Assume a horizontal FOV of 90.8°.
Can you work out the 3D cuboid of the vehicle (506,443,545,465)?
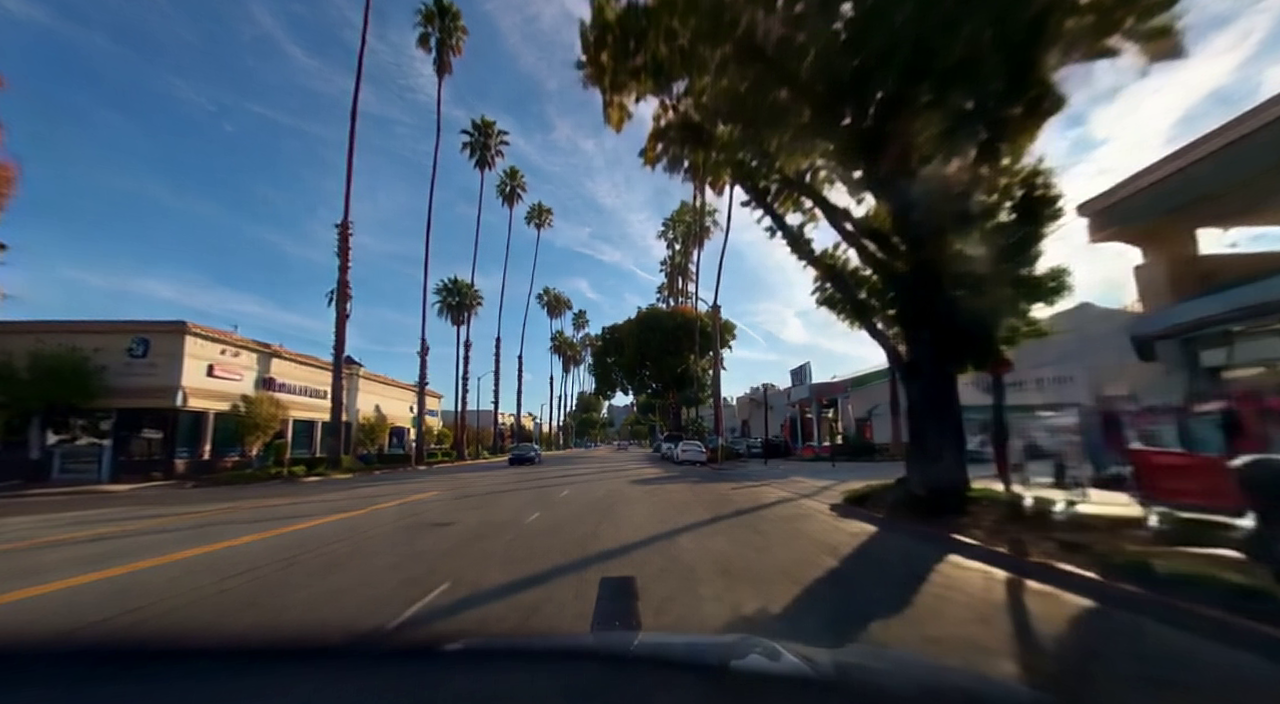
[{"bbox_3d":[-8.064,7.224,44.731,1.923,1.485,4.186,0,-9,1],"label":"vehicle"}]

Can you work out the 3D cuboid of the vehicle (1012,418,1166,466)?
[{"bbox_3d":[20.162,4.072,28.582,5.214,2.017,2.220,0,-8,0],"label":"vehicle"}]

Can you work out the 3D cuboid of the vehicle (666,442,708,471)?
[{"bbox_3d":[2.681,6.097,37.084,2.046,1.588,4.508,0,-9,0],"label":"vehicle"}]

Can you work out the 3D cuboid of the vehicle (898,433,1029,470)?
[{"bbox_3d":[14.524,4.484,28.575,4.793,1.537,2.105,1,-8,-1],"label":"vehicle"}]
